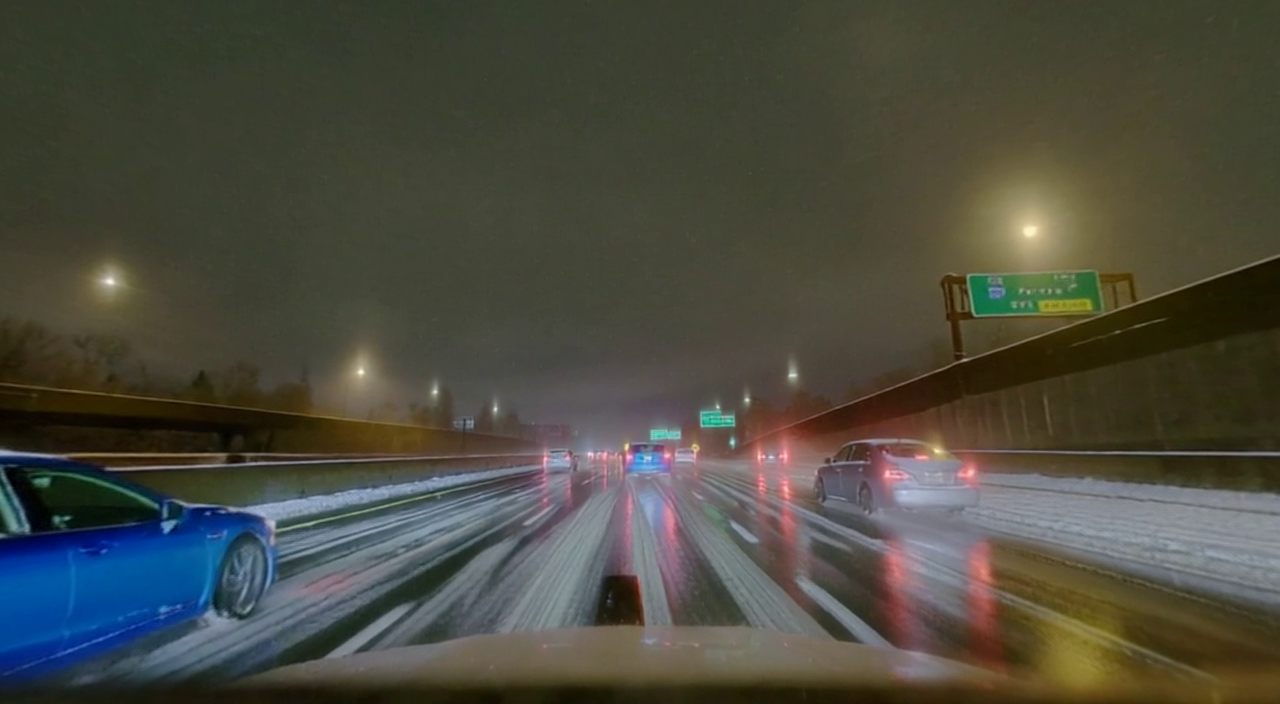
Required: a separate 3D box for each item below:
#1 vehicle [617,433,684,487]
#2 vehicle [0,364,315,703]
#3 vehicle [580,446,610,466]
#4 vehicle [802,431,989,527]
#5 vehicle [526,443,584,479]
[{"bbox_3d":[0.336,3.834,22.603,2.202,1.748,4.158,0,-9,0],"label":"vehicle"},{"bbox_3d":[-3.928,0.935,3.173,2.160,1.639,4.431,0,-9,1],"label":"vehicle"},{"bbox_3d":[-3.452,8.100,49.269,1.969,1.480,4.077,0,-9,1],"label":"vehicle"},{"bbox_3d":[5.039,2.548,13.239,2.055,1.656,4.370,0,-9,-1],"label":"vehicle"},{"bbox_3d":[-3.857,5.027,29.313,2.031,1.491,4.145,0,-9,1],"label":"vehicle"}]
